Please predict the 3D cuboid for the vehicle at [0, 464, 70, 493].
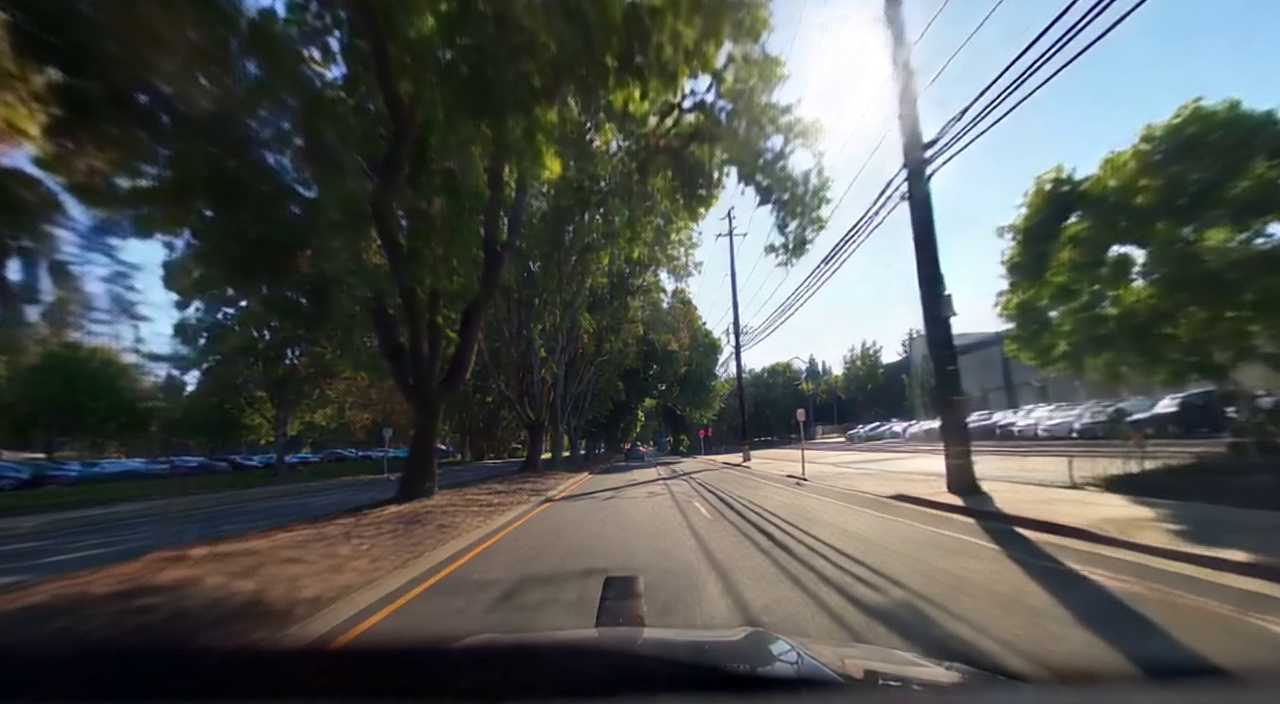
[{"bbox_3d":[-34.013,6.820,34.062,4.499,1.448,1.915,0,-9,-3],"label":"vehicle"}]
